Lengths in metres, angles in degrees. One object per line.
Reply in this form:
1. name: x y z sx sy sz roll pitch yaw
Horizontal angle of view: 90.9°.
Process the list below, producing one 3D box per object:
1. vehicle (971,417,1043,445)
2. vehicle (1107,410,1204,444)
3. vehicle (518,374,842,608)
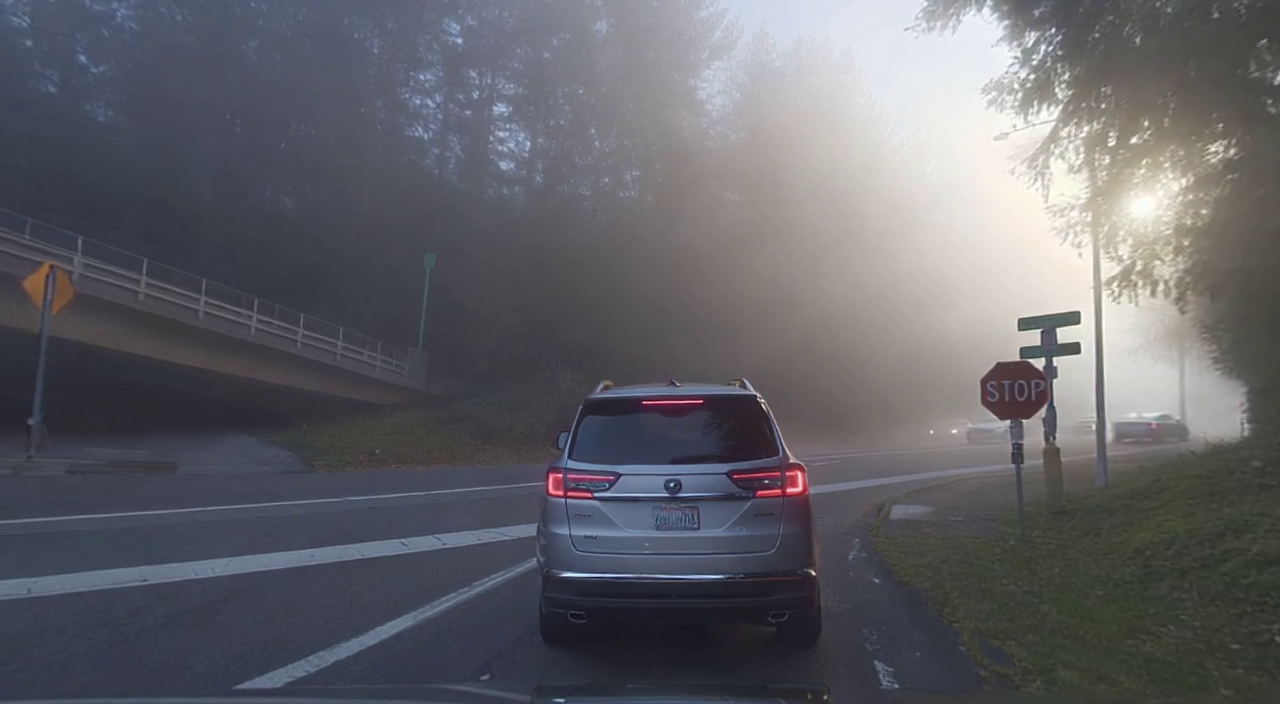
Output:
1. vehicle: 24.223 5.223 41.621 4.557 1.712 1.913 3 -8 -29
2. vehicle: 28.775 4.248 35.158 5.166 1.791 2.131 4 -10 -27
3. vehicle: 0.305 1.401 7.129 2.494 1.804 4.336 0 -9 0
